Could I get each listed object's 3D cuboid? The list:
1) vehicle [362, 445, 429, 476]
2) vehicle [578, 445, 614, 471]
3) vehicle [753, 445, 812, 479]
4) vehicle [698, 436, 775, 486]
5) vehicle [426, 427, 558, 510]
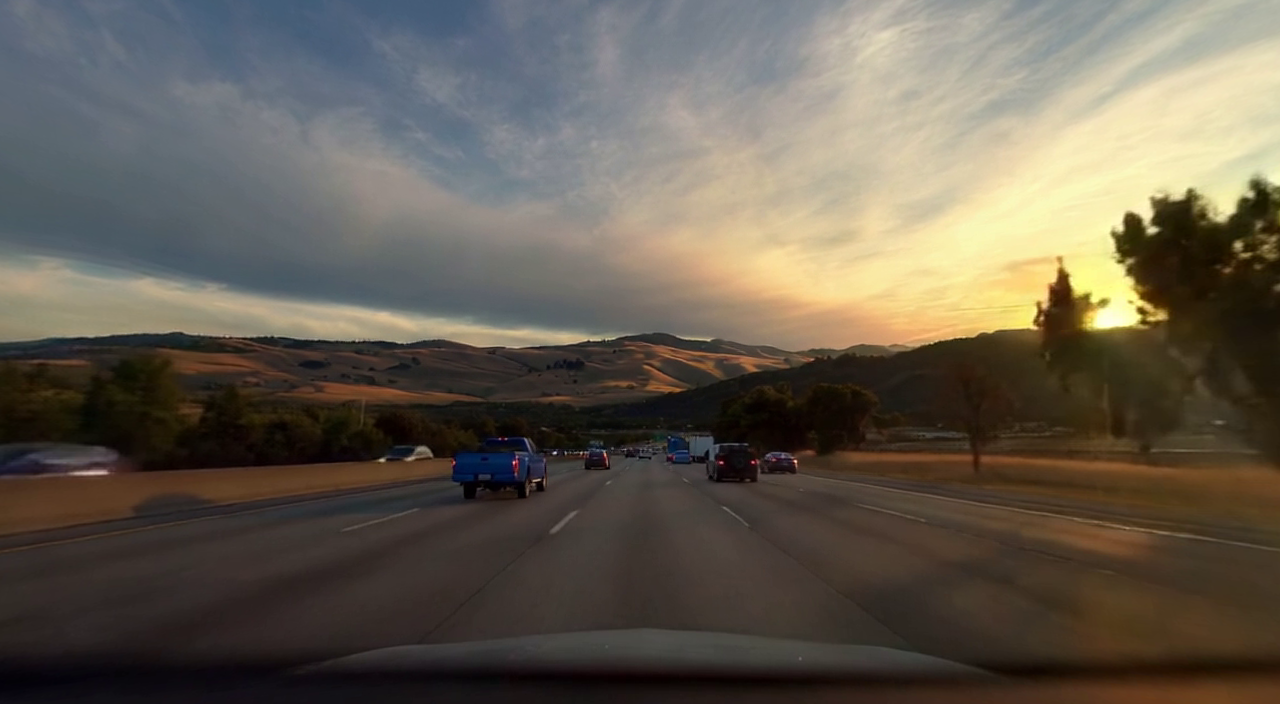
[{"bbox_3d":[-13.317,5.916,34.660,1.884,1.559,4.380,0,-8,0],"label":"vehicle"},{"bbox_3d":[-3.193,7.750,46.461,2.235,1.785,4.386,-1,-8,1],"label":"vehicle"},{"bbox_3d":[7.820,6.075,35.126,2.104,1.724,4.701,0,-8,-1],"label":"vehicle"},{"bbox_3d":[4.120,4.762,28.008,2.424,1.952,5.611,0,-8,-1],"label":"vehicle"},{"bbox_3d":[-3.694,3.029,16.940,2.227,1.853,5.161,0,-8,1],"label":"vehicle"}]
